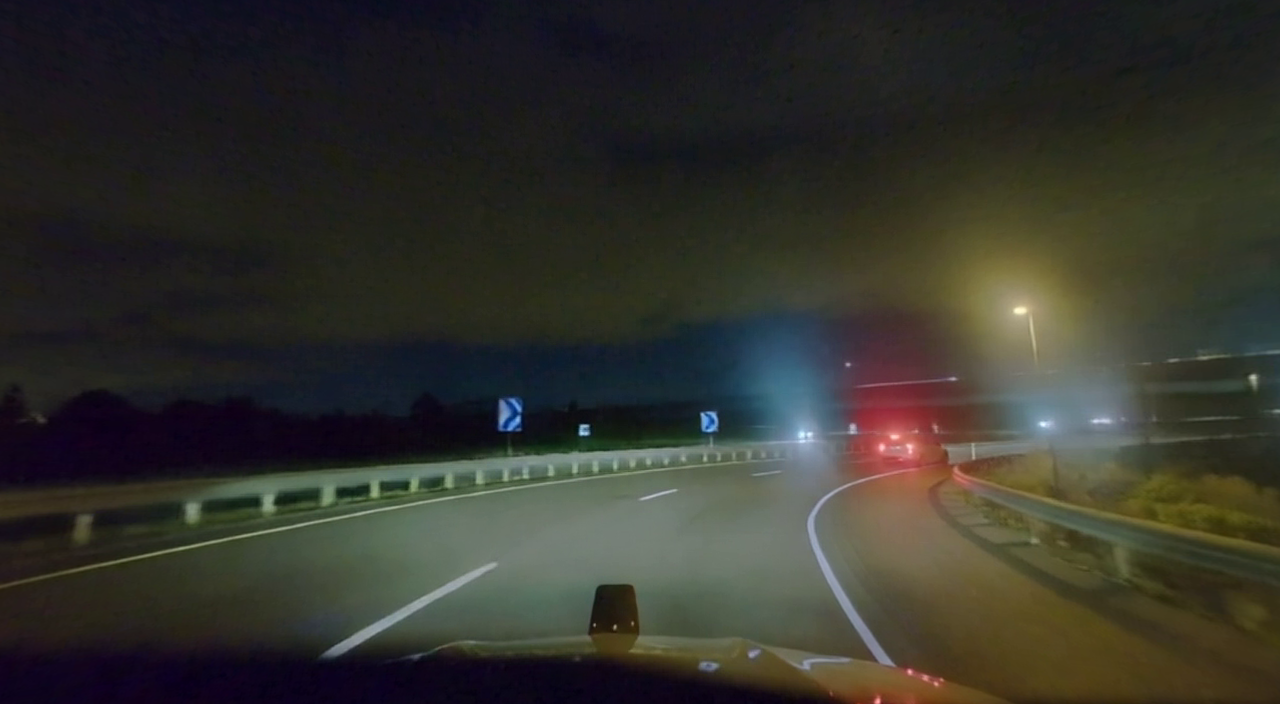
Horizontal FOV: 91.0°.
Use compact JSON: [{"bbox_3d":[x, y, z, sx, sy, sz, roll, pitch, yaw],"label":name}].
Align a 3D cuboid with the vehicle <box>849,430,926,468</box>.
[{"bbox_3d":[11.231,4.333,28.420,2.028,1.440,3.970,-3,-8,41],"label":"vehicle"}]
